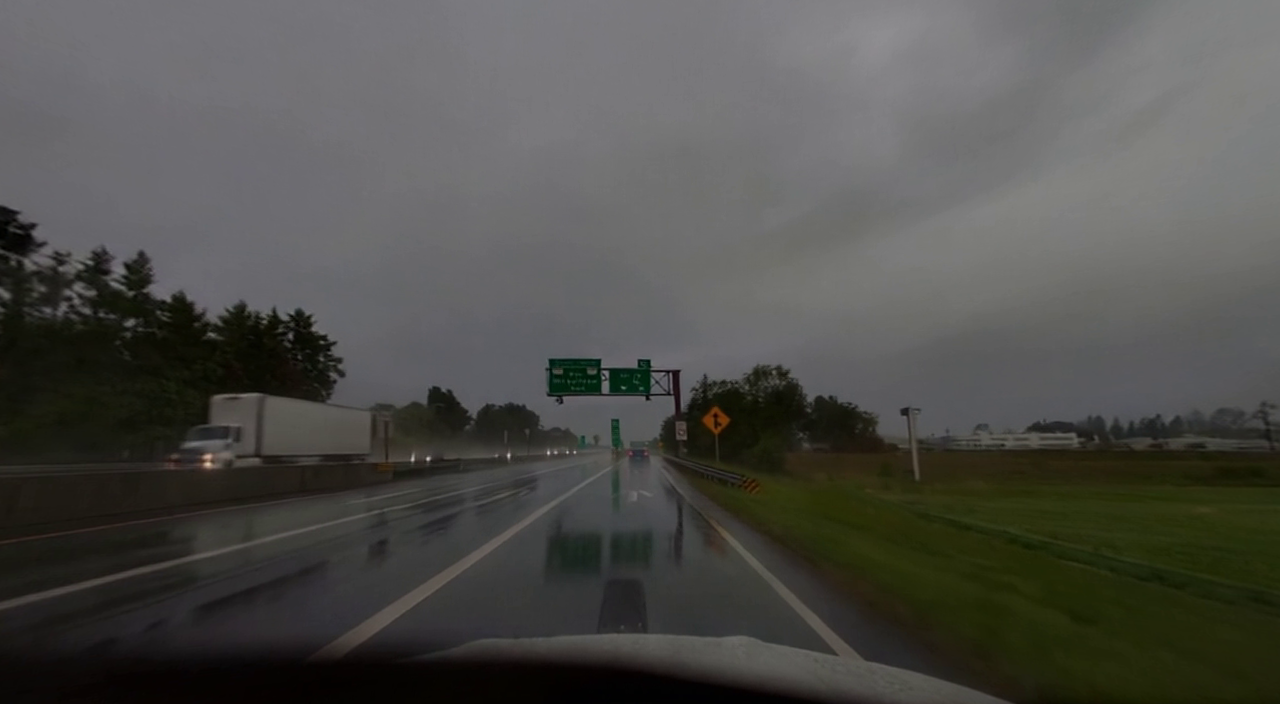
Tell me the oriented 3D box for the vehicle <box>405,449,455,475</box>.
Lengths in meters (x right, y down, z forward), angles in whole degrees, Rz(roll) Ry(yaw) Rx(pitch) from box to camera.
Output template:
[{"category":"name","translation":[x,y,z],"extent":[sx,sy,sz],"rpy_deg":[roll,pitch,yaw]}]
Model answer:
[{"category":"vehicle","translation":[-15.201,8.005,45.900],"extent":[2.144,1.764,4.730],"rpy_deg":[0,-9,-2]}]

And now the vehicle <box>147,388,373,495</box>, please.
[{"category":"vehicle","translation":[-15.009,3.823,26.467],"extent":[2.988,3.568,10.170],"rpy_deg":[0,-9,1]}]
